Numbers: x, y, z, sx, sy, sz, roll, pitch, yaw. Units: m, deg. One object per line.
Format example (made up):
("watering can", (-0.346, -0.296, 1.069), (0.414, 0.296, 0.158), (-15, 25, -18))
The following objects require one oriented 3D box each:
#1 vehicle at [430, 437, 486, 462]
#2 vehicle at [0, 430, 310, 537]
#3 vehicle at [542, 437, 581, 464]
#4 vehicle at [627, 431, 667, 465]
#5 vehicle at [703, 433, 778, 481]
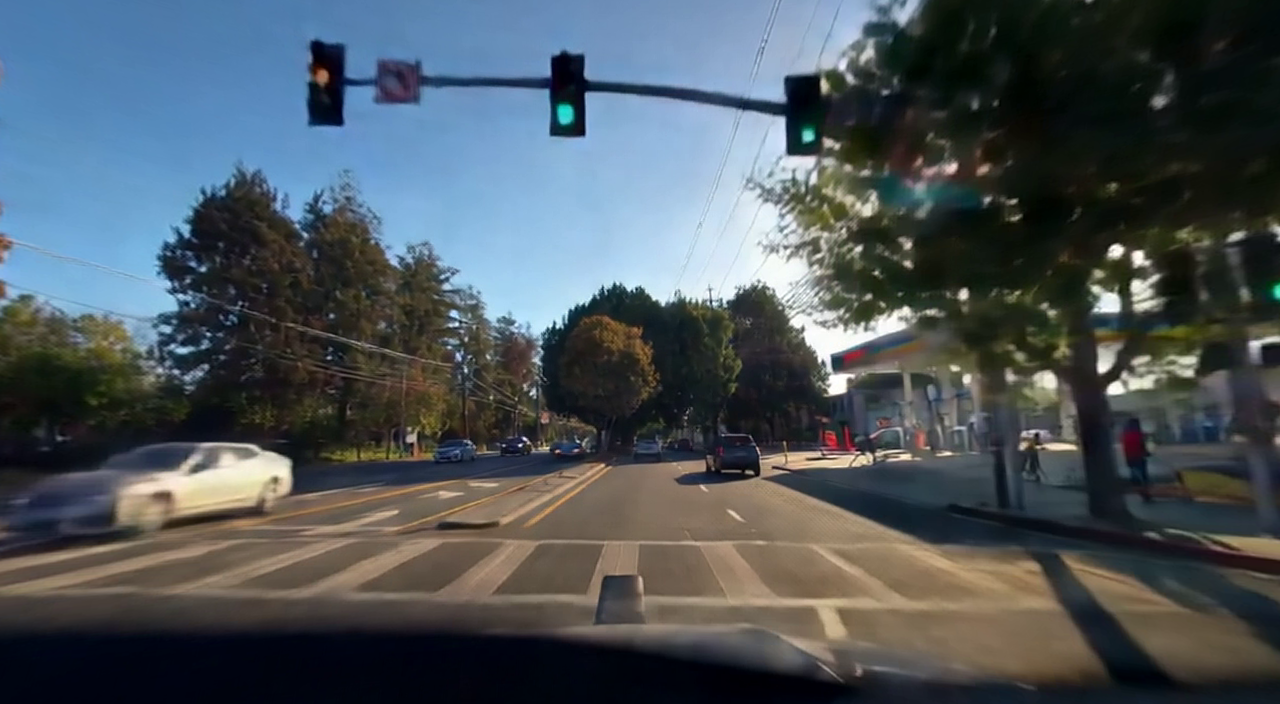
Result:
("vehicle", (-12.097, 6.517, 42.265), (2.264, 1.515, 4.718), (-1, -8, 1))
("vehicle", (-8.305, 2.245, 11.480), (2.109, 1.525, 4.562), (-1, -8, 1))
("vehicle", (-4.664, 5.912, 37.980), (1.816, 1.484, 3.629), (-1, -8, 1))
("vehicle", (0.395, 5.568, 36.779), (2.163, 1.825, 4.073), (0, -8, 1))
("vehicle", (3.604, 3.854, 23.402), (1.990, 1.592, 4.294), (0, -8, -1))
